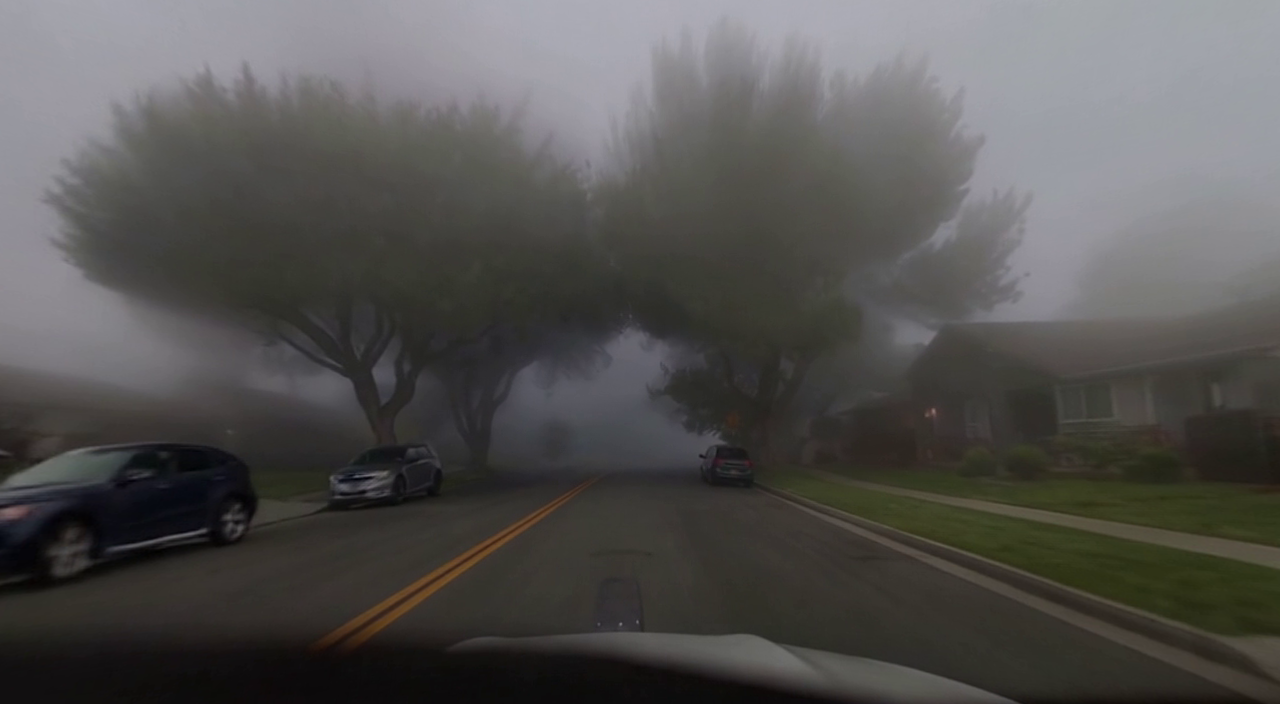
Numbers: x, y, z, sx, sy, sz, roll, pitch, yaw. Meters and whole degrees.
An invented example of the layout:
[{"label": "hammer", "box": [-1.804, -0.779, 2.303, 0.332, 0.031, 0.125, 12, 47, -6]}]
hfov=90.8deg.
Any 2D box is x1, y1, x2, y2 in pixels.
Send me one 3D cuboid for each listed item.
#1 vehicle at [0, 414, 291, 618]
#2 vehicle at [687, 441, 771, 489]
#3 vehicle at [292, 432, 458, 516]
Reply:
[{"label": "vehicle", "box": [-6.796, 1.801, 7.967, 2.208, 1.797, 4.559, 0, -9, -1]}, {"label": "vehicle", "box": [2.971, 3.896, 22.116, 2.167, 1.479, 4.597, 0, -9, -1]}, {"label": "vehicle", "box": [-6.935, 3.227, 17.447, 2.225, 1.817, 5.731, -2, -8, -1]}]
